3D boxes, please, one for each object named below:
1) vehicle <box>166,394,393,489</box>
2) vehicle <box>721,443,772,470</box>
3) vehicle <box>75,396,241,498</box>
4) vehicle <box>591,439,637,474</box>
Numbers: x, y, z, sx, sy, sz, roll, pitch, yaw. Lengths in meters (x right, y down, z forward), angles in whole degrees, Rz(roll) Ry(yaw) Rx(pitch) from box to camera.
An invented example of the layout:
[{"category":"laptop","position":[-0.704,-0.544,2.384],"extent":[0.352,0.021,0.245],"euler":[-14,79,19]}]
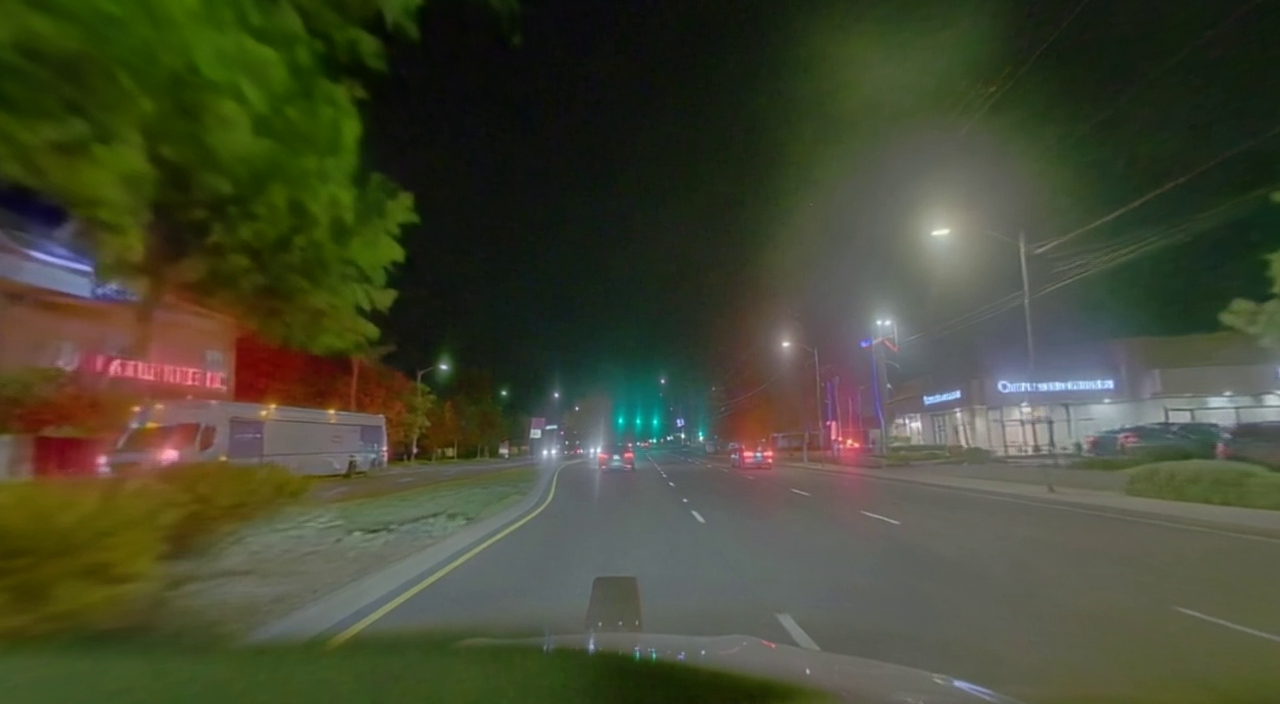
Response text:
[{"category":"vehicle","position":[-19.348,5.215,36.537],"extent":[3.133,4.167,16.699],"euler":[-1,-8,1]},{"category":"vehicle","position":[6.299,6.224,37.909],"extent":[2.075,1.475,4.571],"euler":[0,-8,-3]},{"category":"vehicle","position":[-19.493,3.856,25.951],"extent":[2.986,3.786,4.453],"euler":[0,-8,1]},{"category":"vehicle","position":[-1.319,5.062,30.744],"extent":[2.072,1.545,4.578],"euler":[0,-8,-4]}]
